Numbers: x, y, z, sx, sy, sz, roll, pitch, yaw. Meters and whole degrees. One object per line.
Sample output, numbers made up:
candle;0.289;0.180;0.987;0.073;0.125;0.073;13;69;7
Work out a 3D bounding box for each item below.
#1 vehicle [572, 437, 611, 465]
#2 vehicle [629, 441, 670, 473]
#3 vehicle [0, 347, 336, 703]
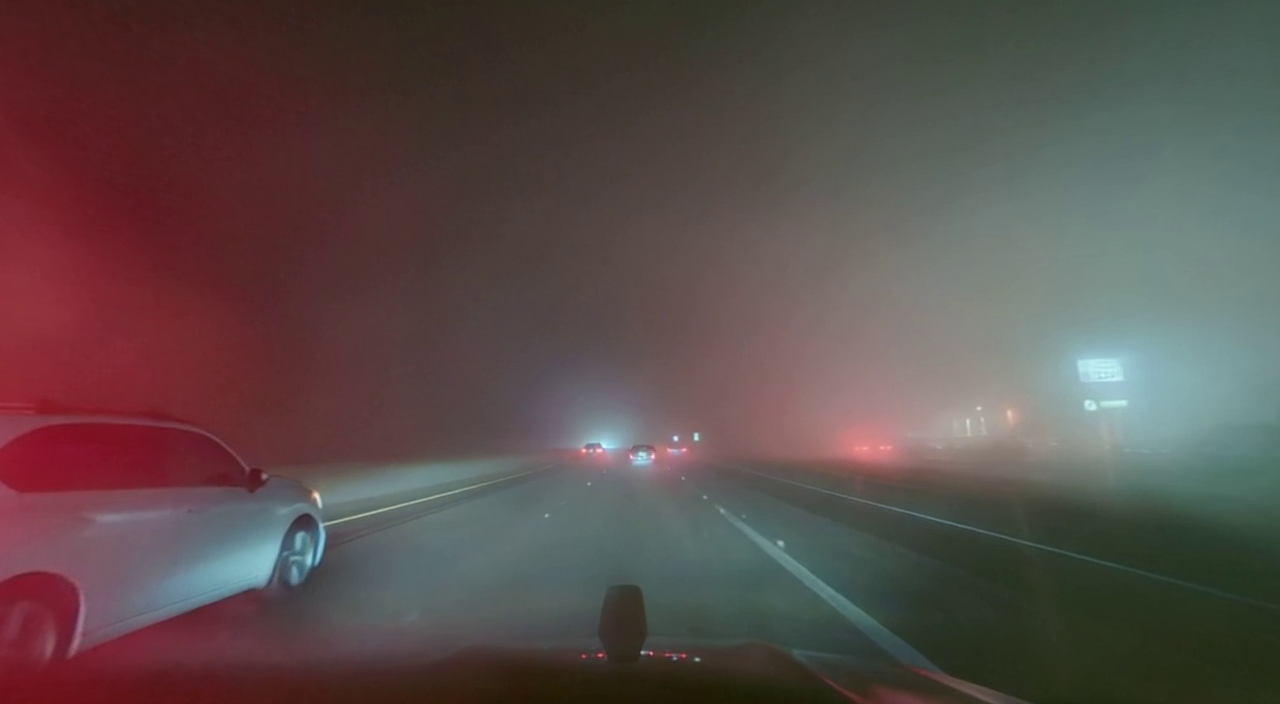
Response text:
vehicle;-3.545;7.364;47.186;2.403;1.946;5.623;0;-8;1
vehicle;0.464;5.450;33.054;2.000;1.558;3.945;0;-8;0
vehicle;-3.956;0.966;3.431;2.239;1.761;4.620;0;-8;1
